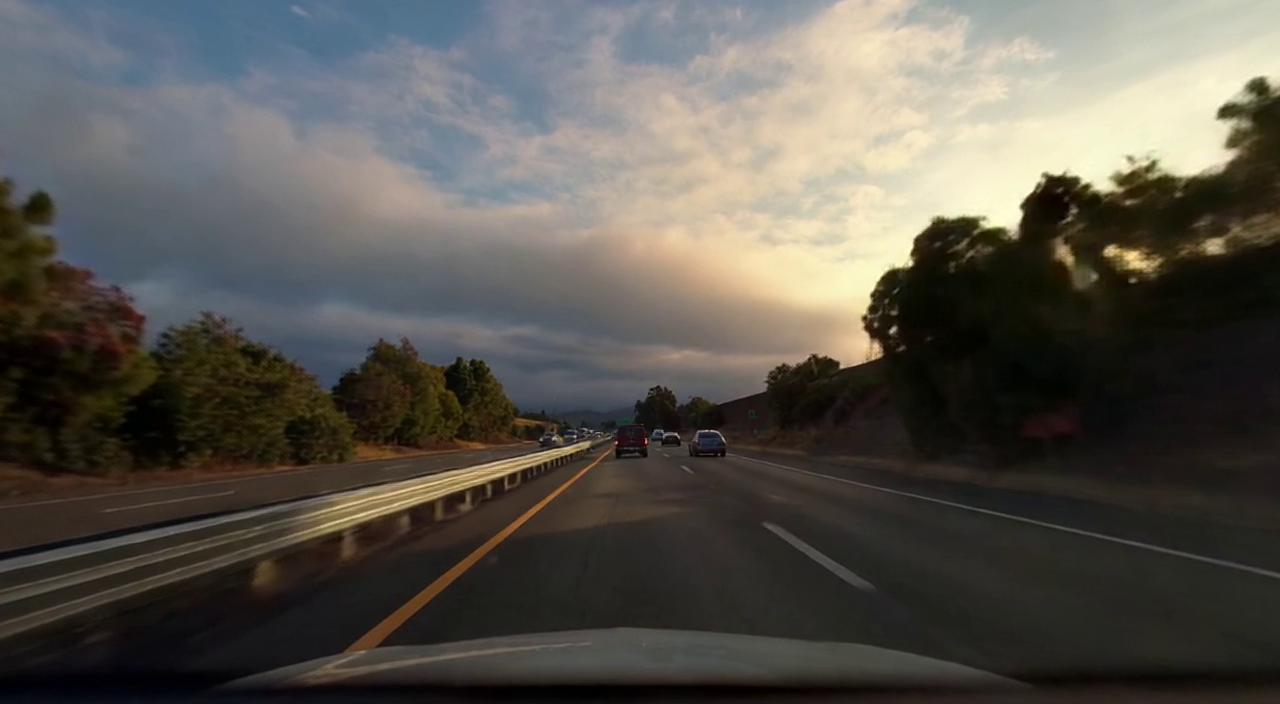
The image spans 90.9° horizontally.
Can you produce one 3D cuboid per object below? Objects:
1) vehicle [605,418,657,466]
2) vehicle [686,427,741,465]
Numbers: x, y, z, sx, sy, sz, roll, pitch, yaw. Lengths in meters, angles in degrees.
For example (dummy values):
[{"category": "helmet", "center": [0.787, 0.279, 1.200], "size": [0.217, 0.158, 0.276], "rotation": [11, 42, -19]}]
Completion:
[{"category": "vehicle", "center": [-0.457, 4.210, 29.596], "size": [2.270, 2.044, 4.633], "rotation": [0, -8, -2]}, {"category": "vehicle", "center": [3.338, 4.348, 29.311], "size": [1.981, 1.606, 3.956], "rotation": [0, -8, -2]}]
